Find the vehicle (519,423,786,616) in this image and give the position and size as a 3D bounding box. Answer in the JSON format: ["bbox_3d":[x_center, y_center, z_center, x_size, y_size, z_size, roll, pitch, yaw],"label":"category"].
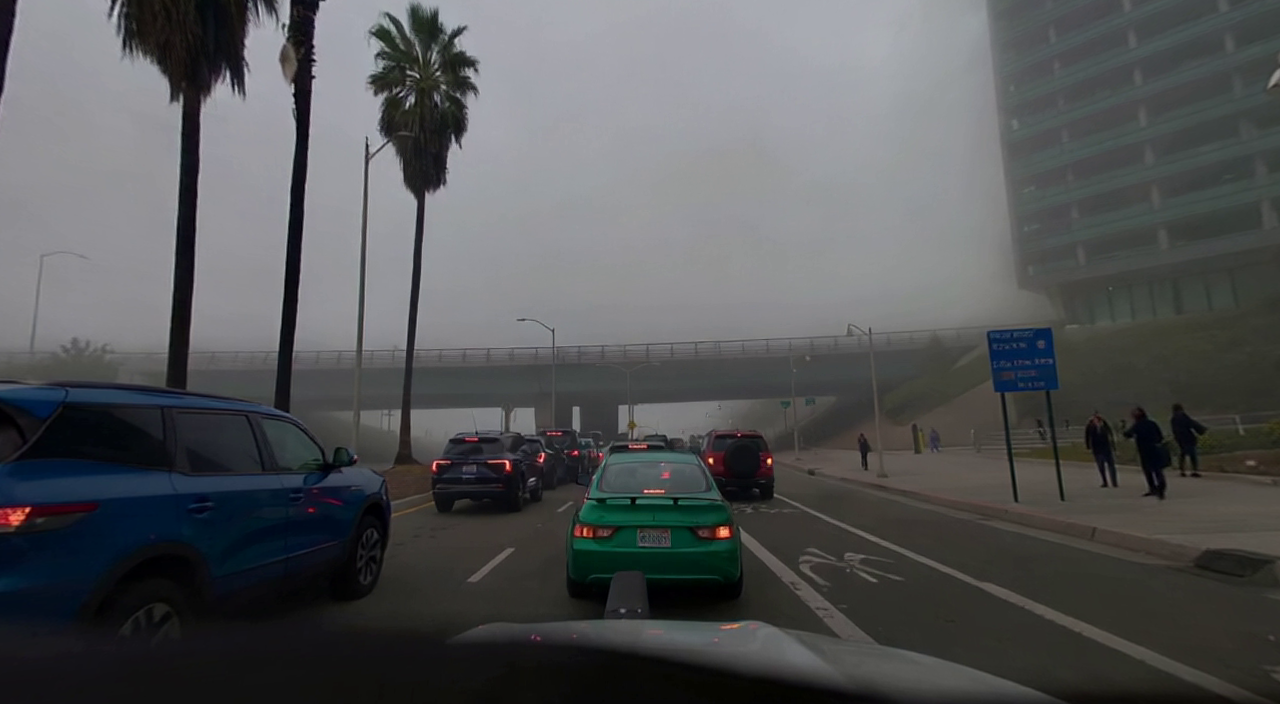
[{"bbox_3d":[0.084,1.592,6.975,2.036,1.461,4.129,0,-8,0],"label":"vehicle"}]

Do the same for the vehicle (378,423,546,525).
[{"bbox_3d":[-3.199,2.292,12.346,1.955,1.637,4.032,0,-8,2],"label":"vehicle"}]

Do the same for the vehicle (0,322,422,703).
[{"bbox_3d":[-3.262,1.060,4.181,2.014,1.740,4.359,0,-8,1],"label":"vehicle"}]
